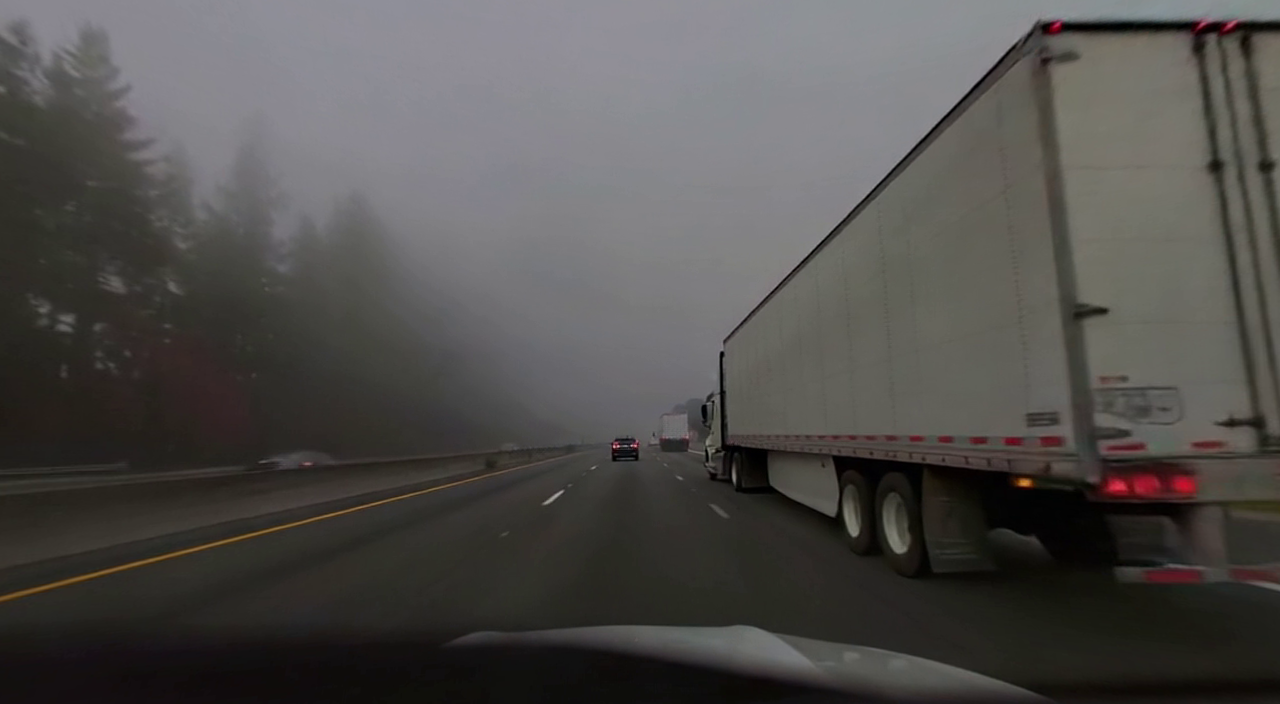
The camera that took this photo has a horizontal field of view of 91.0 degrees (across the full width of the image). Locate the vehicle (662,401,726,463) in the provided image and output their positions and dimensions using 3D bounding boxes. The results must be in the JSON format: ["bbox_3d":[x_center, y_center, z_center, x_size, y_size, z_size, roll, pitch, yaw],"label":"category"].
[{"bbox_3d":[3.395,5.537,42.864,2.947,3.657,11.192,0,-8,-2],"label":"vehicle"}]

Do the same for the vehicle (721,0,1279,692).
[{"bbox_3d":[4.007,0.745,10.725,3.005,4.121,14.417,0,-8,-1],"label":"vehicle"}]

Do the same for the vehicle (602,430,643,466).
[{"bbox_3d":[-1.007,5.486,36.099,2.211,1.933,4.315,0,-8,-2],"label":"vehicle"}]

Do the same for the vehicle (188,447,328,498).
[{"bbox_3d":[-12.744,3.991,21.412,1.868,1.481,4.707,0,-8,-1],"label":"vehicle"}]
